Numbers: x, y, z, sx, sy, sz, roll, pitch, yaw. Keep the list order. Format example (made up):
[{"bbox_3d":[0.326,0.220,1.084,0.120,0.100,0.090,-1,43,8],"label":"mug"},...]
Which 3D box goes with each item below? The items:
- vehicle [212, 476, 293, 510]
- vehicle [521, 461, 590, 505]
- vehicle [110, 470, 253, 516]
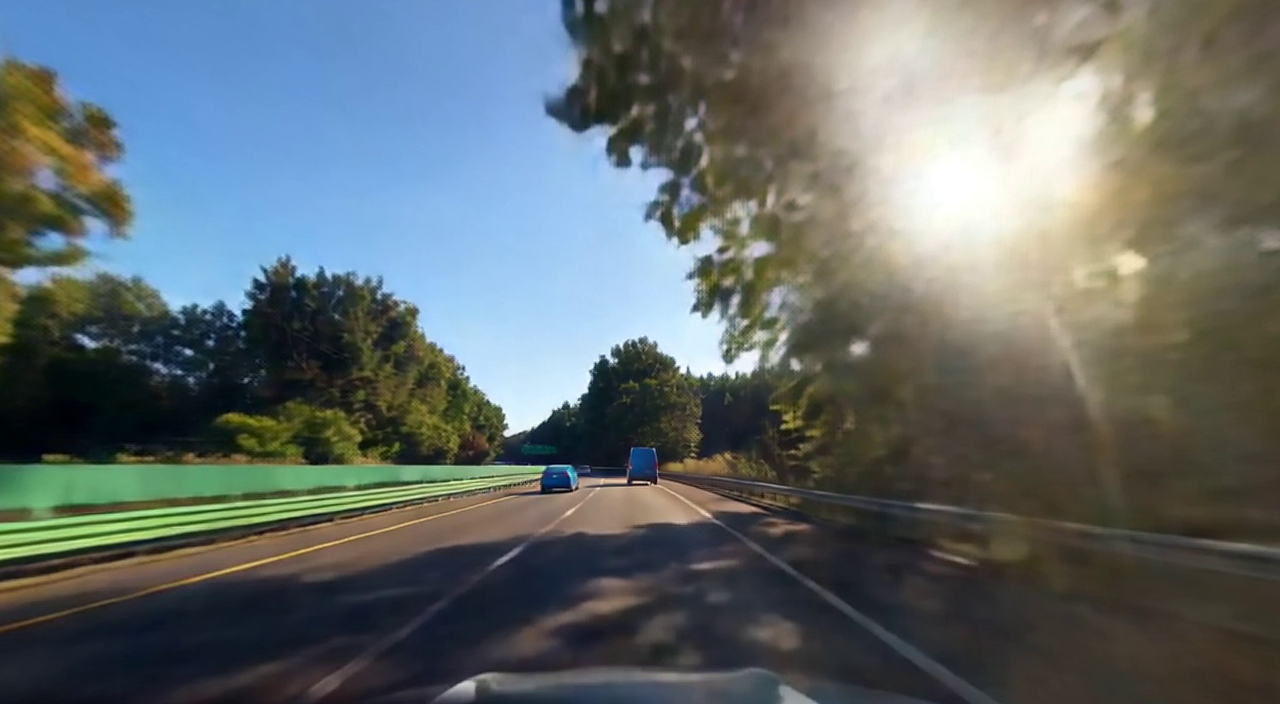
[{"bbox_3d":[-16.466,5.984,26.908,1.663,1.301,2.750,1,-11,0],"label":"vehicle"},{"bbox_3d":[-3.119,4.985,24.152,2.038,1.490,4.391,1,-11,0],"label":"vehicle"},{"bbox_3d":[-16.423,5.036,22.916,1.862,1.449,4.441,1,-11,0],"label":"vehicle"}]
